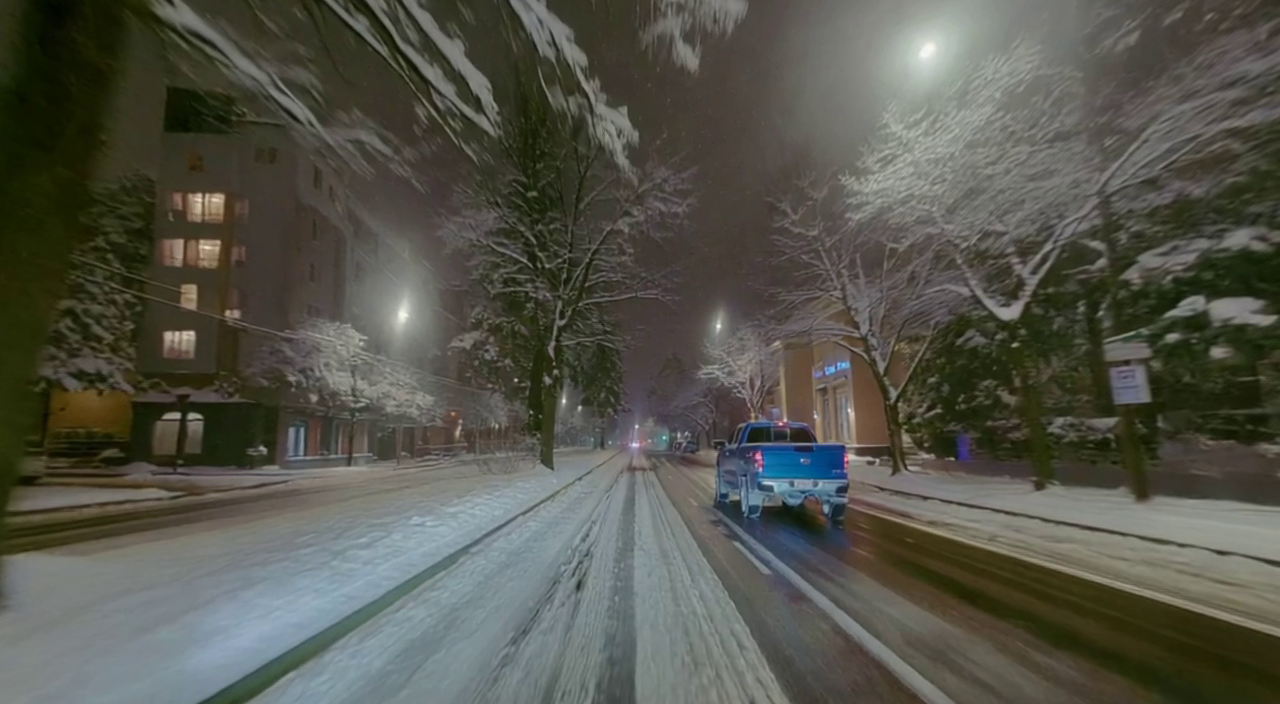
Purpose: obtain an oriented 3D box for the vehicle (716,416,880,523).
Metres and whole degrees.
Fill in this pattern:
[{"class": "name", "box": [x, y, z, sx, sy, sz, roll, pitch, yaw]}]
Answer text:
[{"class": "vehicle", "box": [3.053, 2.431, 13.583, 2.085, 1.828, 5.383, 0, -8, -1]}]
